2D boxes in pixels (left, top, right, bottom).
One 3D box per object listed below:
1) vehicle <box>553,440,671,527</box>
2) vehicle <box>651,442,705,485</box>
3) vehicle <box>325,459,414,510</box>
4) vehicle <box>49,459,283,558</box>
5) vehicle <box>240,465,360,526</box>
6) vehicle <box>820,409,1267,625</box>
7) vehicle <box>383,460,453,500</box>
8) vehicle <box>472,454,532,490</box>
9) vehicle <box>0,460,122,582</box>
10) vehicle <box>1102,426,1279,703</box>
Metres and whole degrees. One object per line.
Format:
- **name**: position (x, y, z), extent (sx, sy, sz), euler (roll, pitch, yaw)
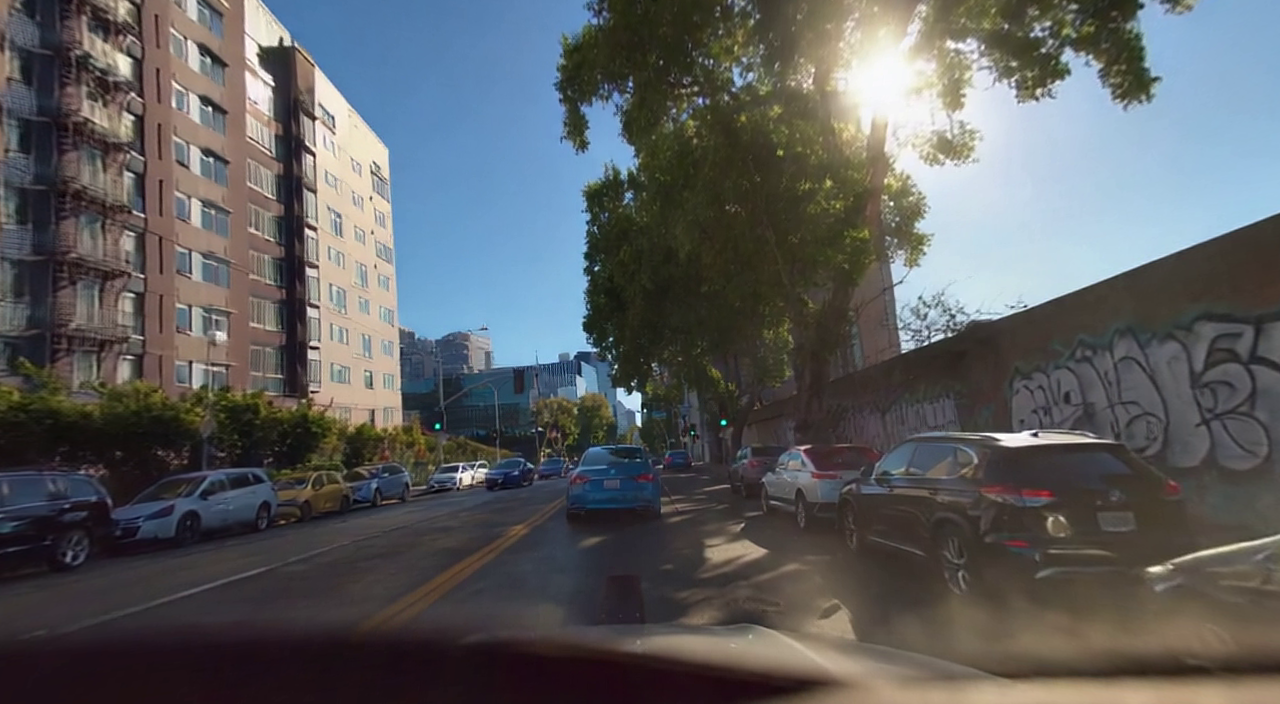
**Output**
- **vehicle**: position (-0.526, 2.749, 13.840), extent (2.166, 1.579, 4.300), euler (0, -8, 0)
- **vehicle**: position (1.678, 4.997, 28.570), extent (2.207, 1.761, 4.292), euler (-1, -8, 2)
- **vehicle**: position (-11.063, 5.400, 26.121), extent (1.822, 1.639, 4.144), euler (-6, -8, 0)
- **vehicle**: position (-10.944, 3.575, 15.159), extent (2.276, 1.741, 4.439), euler (-4, -8, -1)
- **vehicle**: position (-11.002, 4.630, 20.840), extent (1.741, 1.506, 4.370), euler (-4, -8, -3)
- **vehicle**: position (4.206, 1.789, 8.061), extent (2.097, 1.811, 5.230), euler (0, -8, -2)
- **vehicle**: position (-11.115, 6.406, 31.979), extent (1.931, 1.499, 4.645), euler (-6, -8, -2)
- **vehicle**: position (-6.690, 5.854, 31.094), extent (1.906, 1.445, 4.490), euler (-4, -8, 0)
- **vehicle**: position (-10.810, 2.701, 9.654), extent (1.988, 1.781, 4.827), euler (-5, -8, -4)
- **vehicle**: position (4.186, 1.010, 2.077), extent (1.955, 1.535, 4.266), euler (2, -9, -3)
